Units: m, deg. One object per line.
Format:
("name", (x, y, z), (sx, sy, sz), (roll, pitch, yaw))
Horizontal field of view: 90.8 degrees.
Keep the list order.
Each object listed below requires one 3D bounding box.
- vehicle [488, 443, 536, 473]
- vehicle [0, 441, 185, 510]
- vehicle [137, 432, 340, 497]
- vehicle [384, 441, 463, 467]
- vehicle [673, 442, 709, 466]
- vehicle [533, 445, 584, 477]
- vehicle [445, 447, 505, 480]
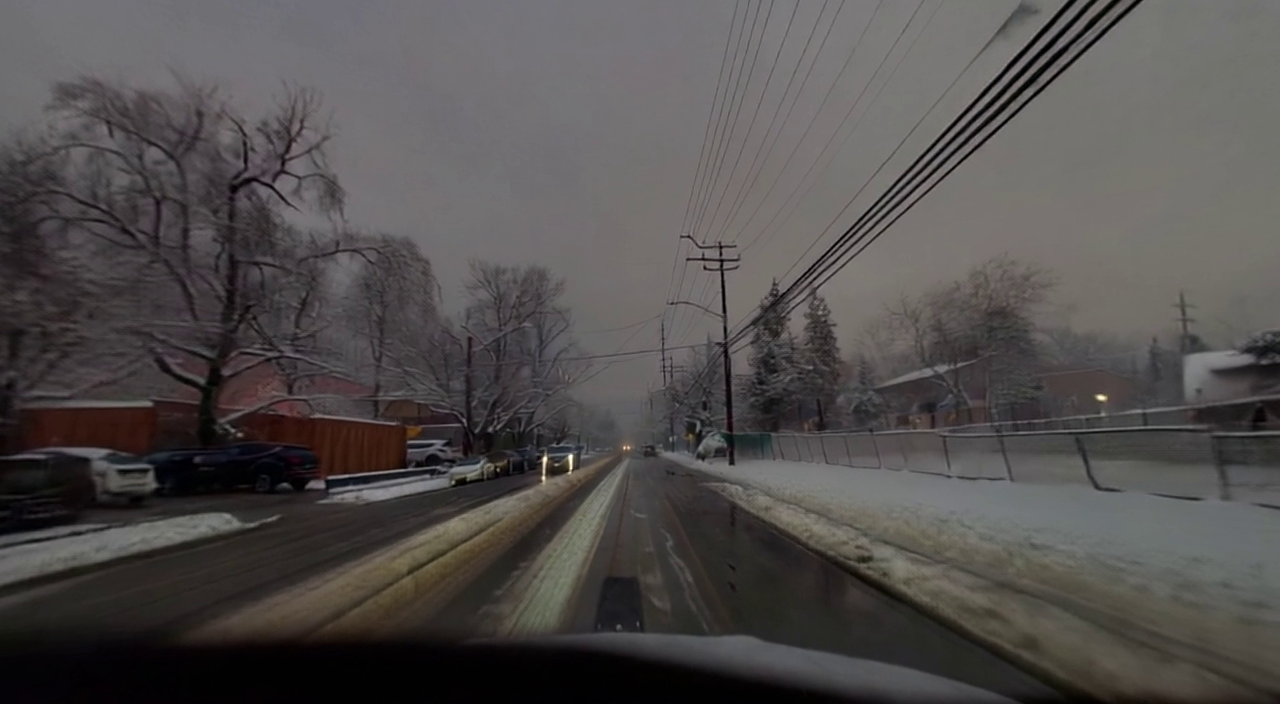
("vehicle", (-8.174, 6.809, 40.790), (2.055, 1.806, 4.540), (-1, -9, 2))
("vehicle", (-13.817, 2.929, 15.271), (4.268, 1.496, 1.844), (5, -10, -29))
("vehicle", (-12.337, 3.489, 19.742), (4.780, 1.867, 2.108), (1, -9, -3))
("vehicle", (-15.415, 7.293, 45.171), (4.833, 1.831, 2.066), (0, -9, -1))
("vehicle", (3.357, 6.807, 42.191), (1.902, 1.542, 4.099), (0, -9, -2))
("vehicle", (-4.319, 5.817, 34.076), (2.068, 1.543, 4.523), (-2, -9, 1))
("vehicle", (-8.299, 5.649, 32.216), (2.041, 1.480, 4.474), (-2, -9, -2))
